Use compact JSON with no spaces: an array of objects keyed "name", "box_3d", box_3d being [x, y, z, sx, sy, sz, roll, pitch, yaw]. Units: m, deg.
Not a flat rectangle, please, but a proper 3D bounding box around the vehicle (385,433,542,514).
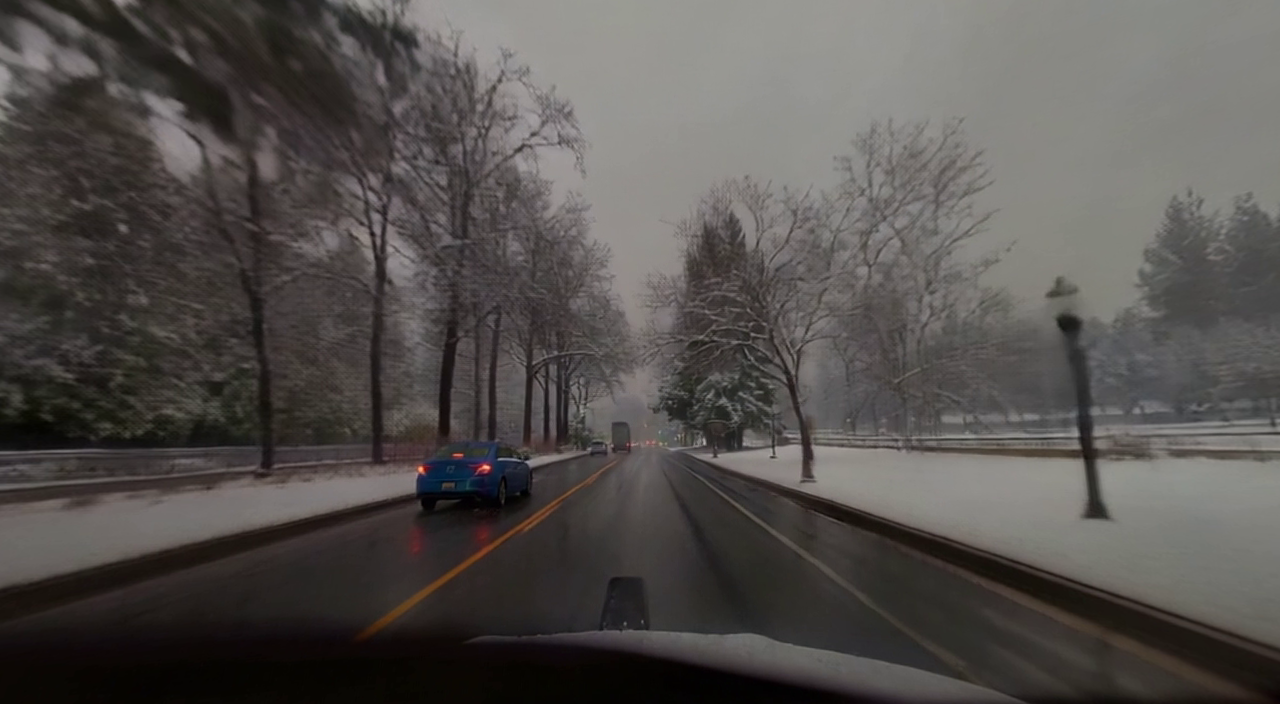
[{"name":"vehicle","box_3d":[-3.597,2.569,13.847,2.033,1.454,4.512,0,-8,2]}]
